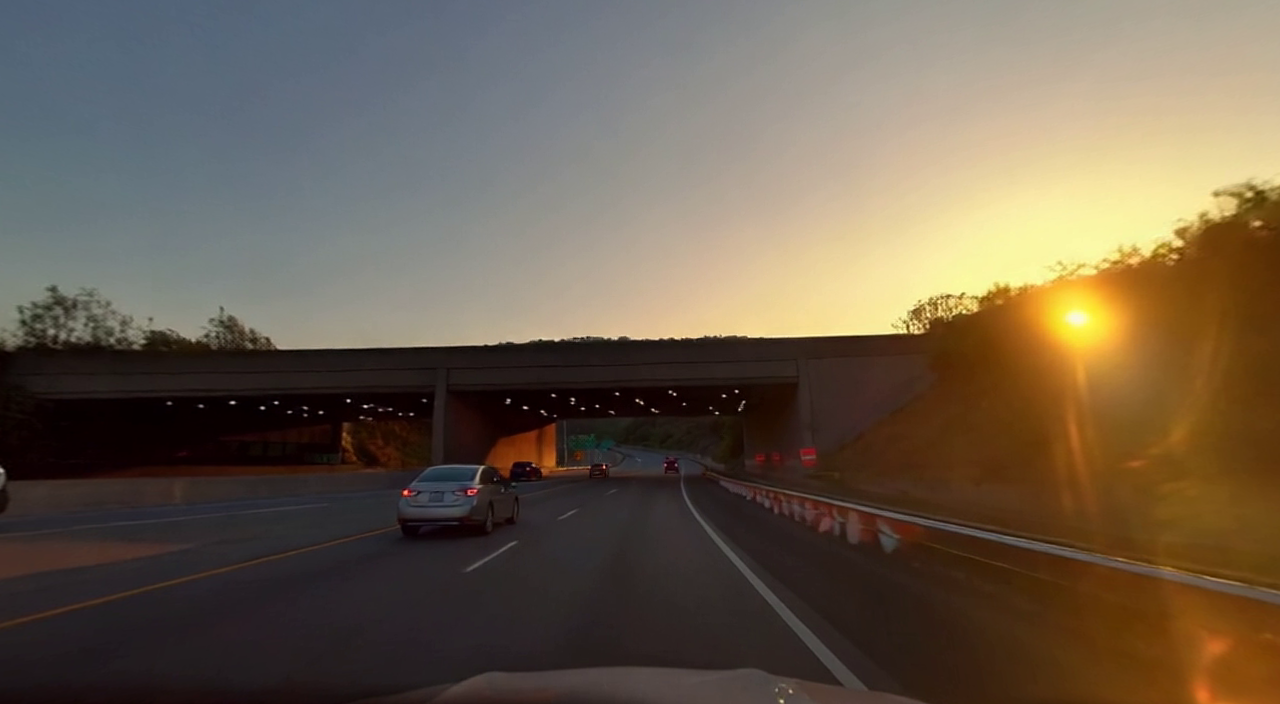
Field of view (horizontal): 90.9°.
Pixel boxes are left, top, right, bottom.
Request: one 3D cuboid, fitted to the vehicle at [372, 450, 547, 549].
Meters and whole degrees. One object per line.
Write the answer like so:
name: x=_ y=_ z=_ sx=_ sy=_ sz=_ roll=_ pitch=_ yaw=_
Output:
vehicle: x=-3.071 y=2.616 z=11.638 sx=1.992 sy=1.466 sz=3.690 roll=0 pitch=-10 yaw=2
